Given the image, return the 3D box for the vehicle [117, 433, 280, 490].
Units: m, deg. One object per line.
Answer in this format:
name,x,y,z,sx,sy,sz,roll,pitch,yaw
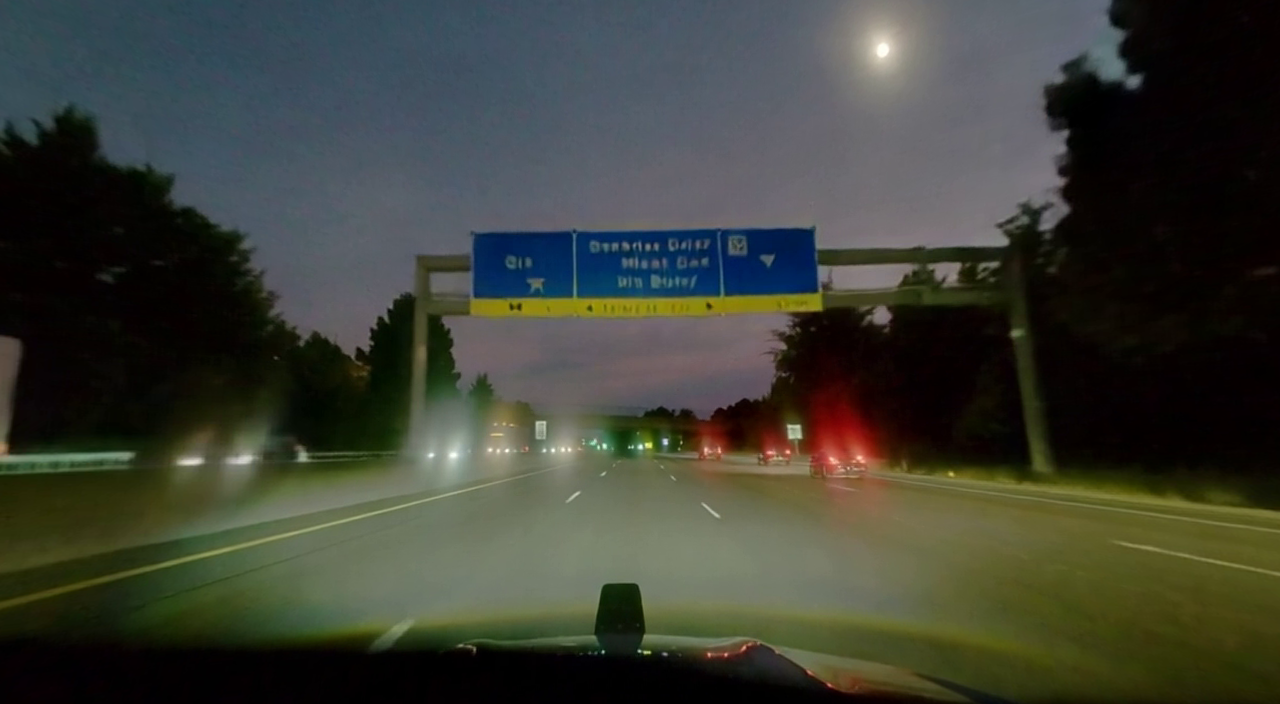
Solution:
vehicle,-12.268,3.073,17.868,1.806,1.414,3.868,0,-9,0
